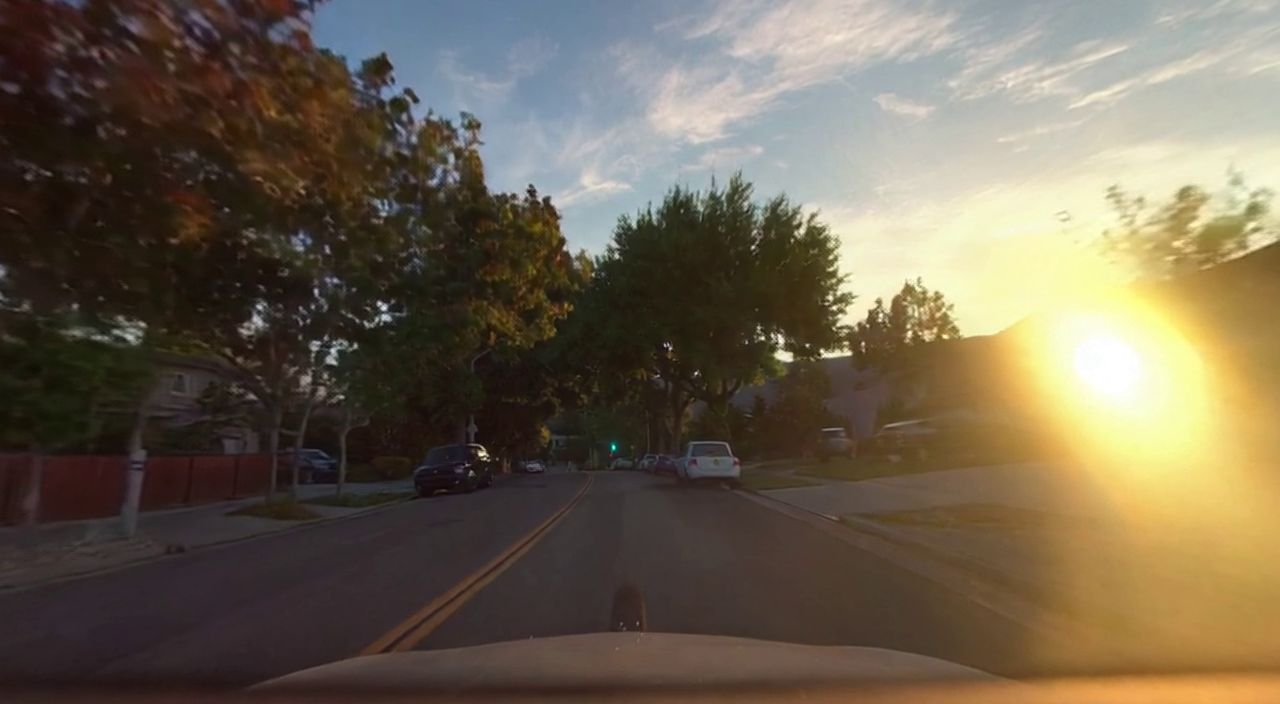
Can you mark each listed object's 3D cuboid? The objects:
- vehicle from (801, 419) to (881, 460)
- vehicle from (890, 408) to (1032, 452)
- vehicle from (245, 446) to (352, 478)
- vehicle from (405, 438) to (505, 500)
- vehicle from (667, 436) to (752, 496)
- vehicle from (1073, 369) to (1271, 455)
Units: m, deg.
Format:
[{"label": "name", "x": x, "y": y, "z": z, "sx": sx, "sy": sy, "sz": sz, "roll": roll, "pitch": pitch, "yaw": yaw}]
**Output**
[{"label": "vehicle", "x": 10.141, "y": 4.381, "z": 31.610, "sx": 2.100, "sy": 1.857, "sz": 4.611, "roll": -7, "pitch": -11, "yaw": 40}, {"label": "vehicle", "x": 12.734, "y": 3.170, "z": 25.405, "sx": 4.639, "sy": 1.634, "sz": 2.005, "roll": -2, "pitch": -9, "yaw": 14}, {"label": "vehicle", "x": -17.093, "y": 5.502, "z": 31.696, "sx": 4.527, "sy": 1.466, "sz": 1.880, "roll": -2, "pitch": -9, "yaw": 13}, {"label": "vehicle", "x": -6.031, "y": 3.816, "z": 21.229, "sx": 2.155, "sy": 1.729, "sz": 4.799, "roll": -1, "pitch": -7, "yaw": -3}, {"label": "vehicle", "x": 2.271, "y": 3.908, "z": 22.108, "sx": 2.229, "sy": 1.826, "sz": 4.611, "roll": 0, "pitch": -8, "yaw": -3}, {"label": "vehicle", "x": 12.124, "y": 1.555, "z": 14.848, "sx": 1.880, "sy": 1.626, "sz": 4.495, "roll": -2, "pitch": -10, "yaw": 18}]
